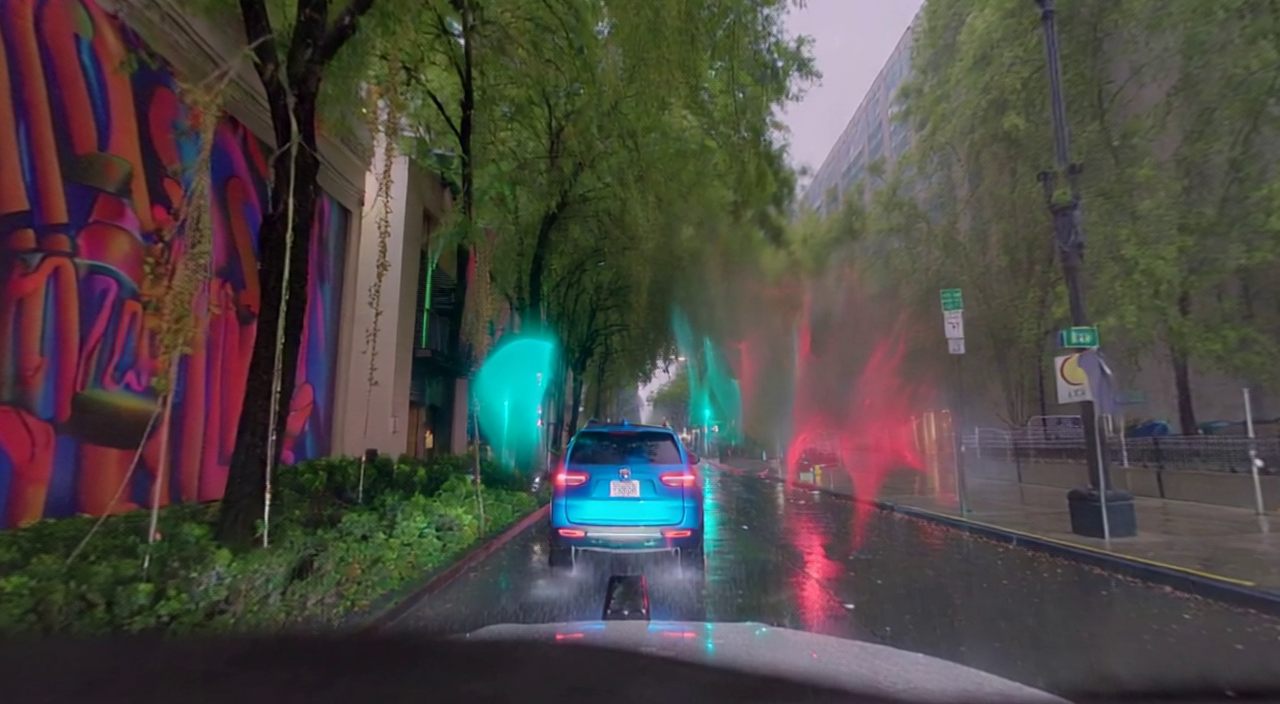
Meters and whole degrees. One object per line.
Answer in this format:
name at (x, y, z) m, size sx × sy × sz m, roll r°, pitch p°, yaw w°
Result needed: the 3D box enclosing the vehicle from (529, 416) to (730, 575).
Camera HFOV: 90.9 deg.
vehicle at (-0.134, 1.775, 8.544) m, size 2.079 × 1.621 × 3.861 m, roll 0°, pitch -8°, yaw -1°
